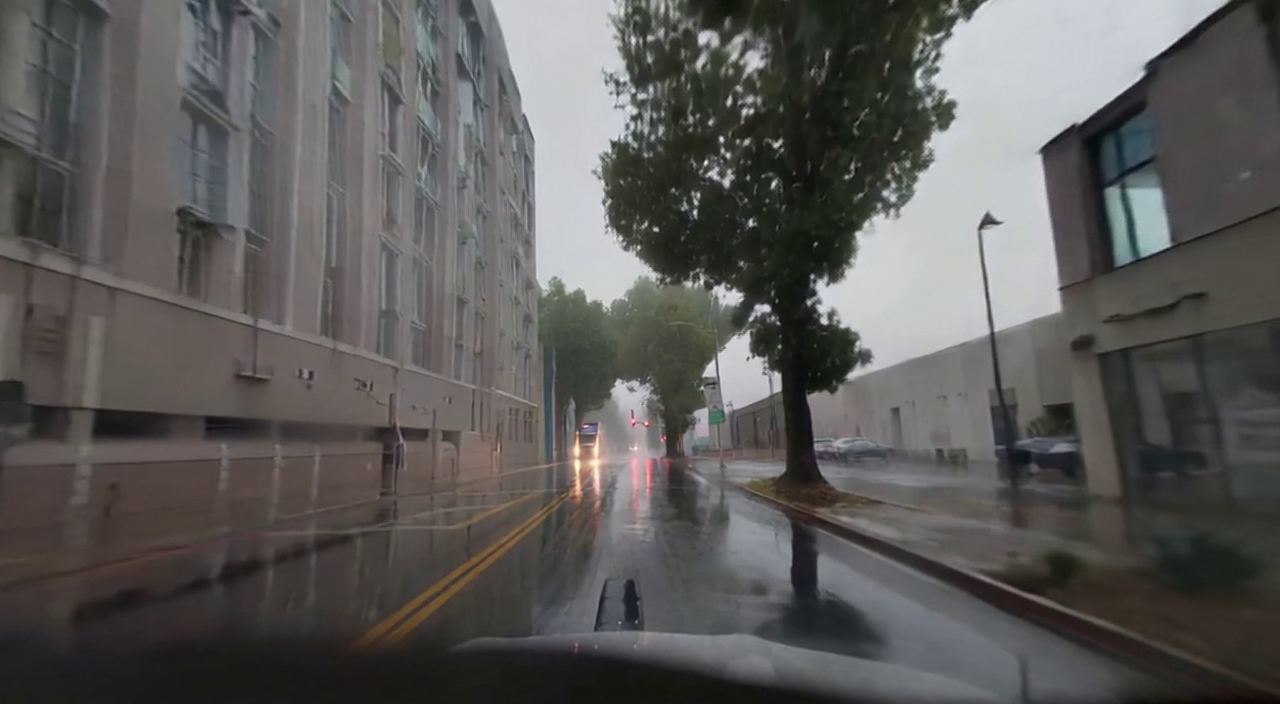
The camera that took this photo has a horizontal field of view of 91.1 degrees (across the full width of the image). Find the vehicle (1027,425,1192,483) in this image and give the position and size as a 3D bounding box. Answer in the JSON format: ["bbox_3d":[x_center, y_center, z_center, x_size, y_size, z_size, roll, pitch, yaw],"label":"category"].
[{"bbox_3d":[14.491,3.143,19.575,3.627,1.567,1.774,-2,-7,1],"label":"vehicle"}]
